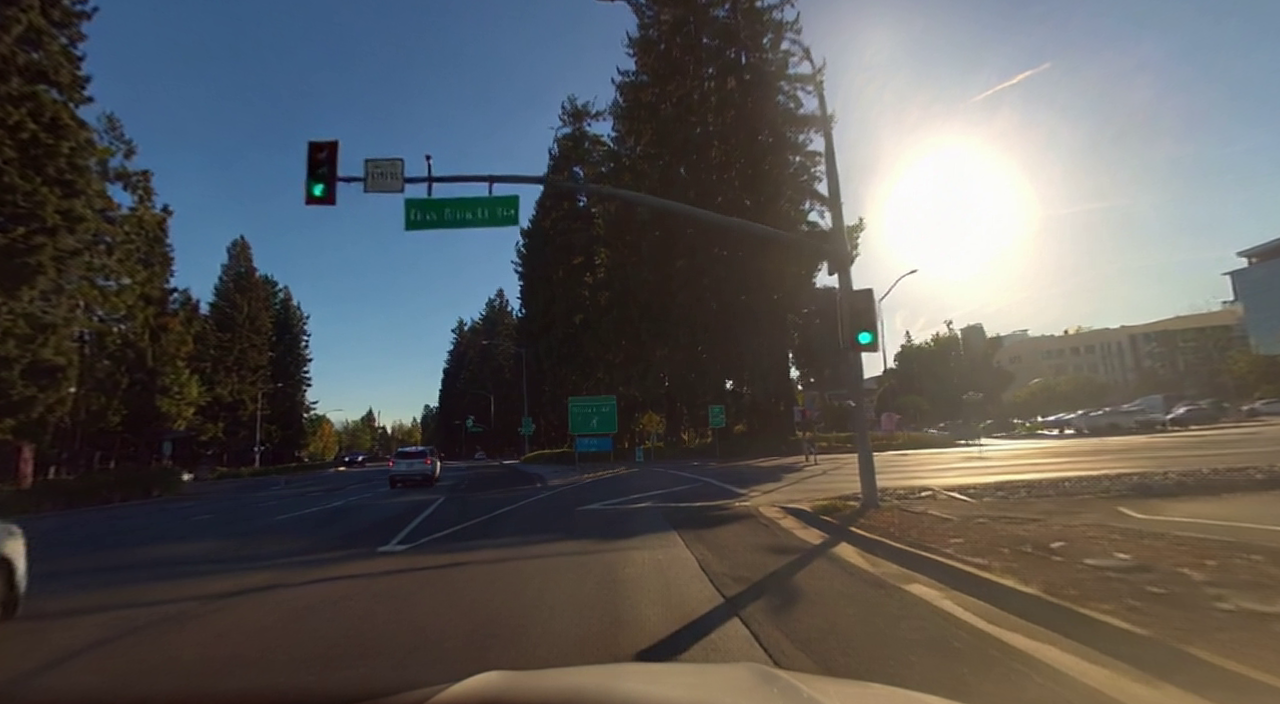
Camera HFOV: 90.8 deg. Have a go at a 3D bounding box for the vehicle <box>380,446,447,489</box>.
[{"bbox_3d":[-9.866,5.006,27.873,2.134,1.707,4.471,2,-9,-12],"label":"vehicle"}]
